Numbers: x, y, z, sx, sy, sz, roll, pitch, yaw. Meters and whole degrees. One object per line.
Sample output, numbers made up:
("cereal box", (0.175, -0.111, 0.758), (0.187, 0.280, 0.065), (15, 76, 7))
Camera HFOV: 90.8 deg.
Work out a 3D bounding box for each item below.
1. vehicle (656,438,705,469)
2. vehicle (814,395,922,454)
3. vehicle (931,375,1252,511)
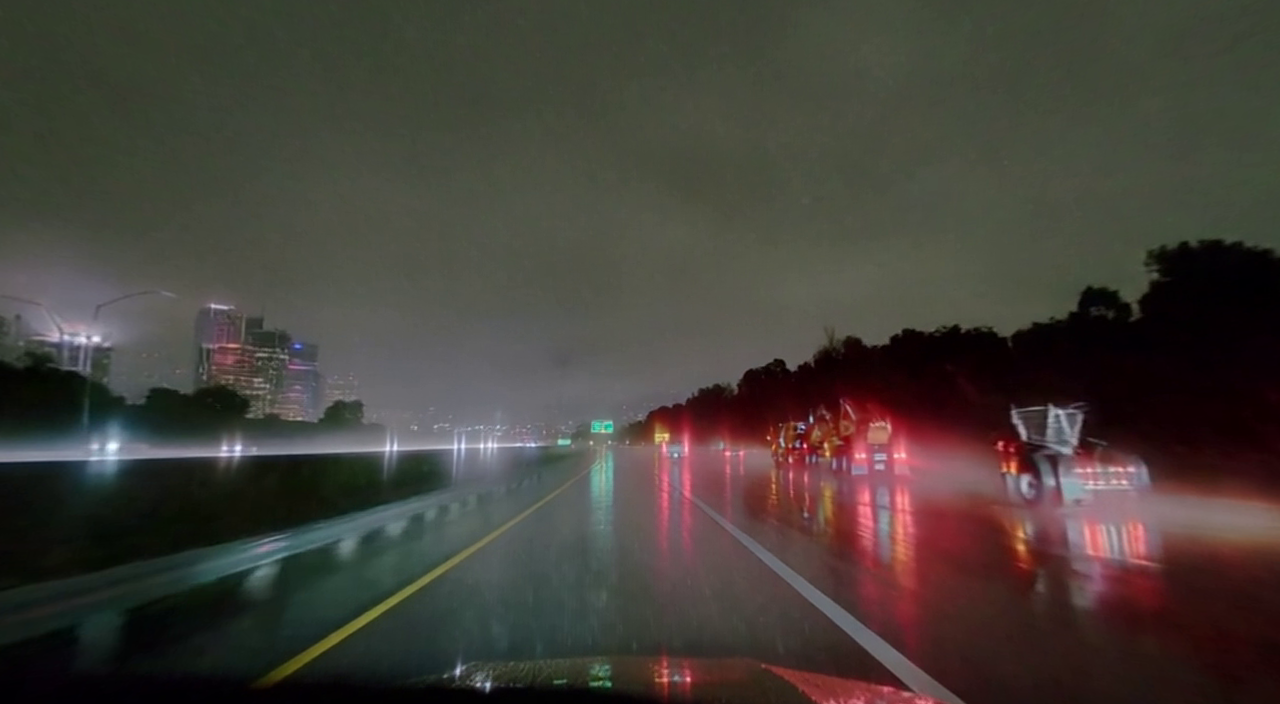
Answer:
("vehicle", (2.300, 5.922, 37.108), (2.305, 1.729, 4.526), (1, -8, -3))
("vehicle", (13.261, 4.383, 37.458), (3.476, 3.195, 6.407), (1, -8, -5))
("vehicle", (10.504, 2.286, 15.971), (2.873, 2.663, 6.922), (0, -8, -1))
